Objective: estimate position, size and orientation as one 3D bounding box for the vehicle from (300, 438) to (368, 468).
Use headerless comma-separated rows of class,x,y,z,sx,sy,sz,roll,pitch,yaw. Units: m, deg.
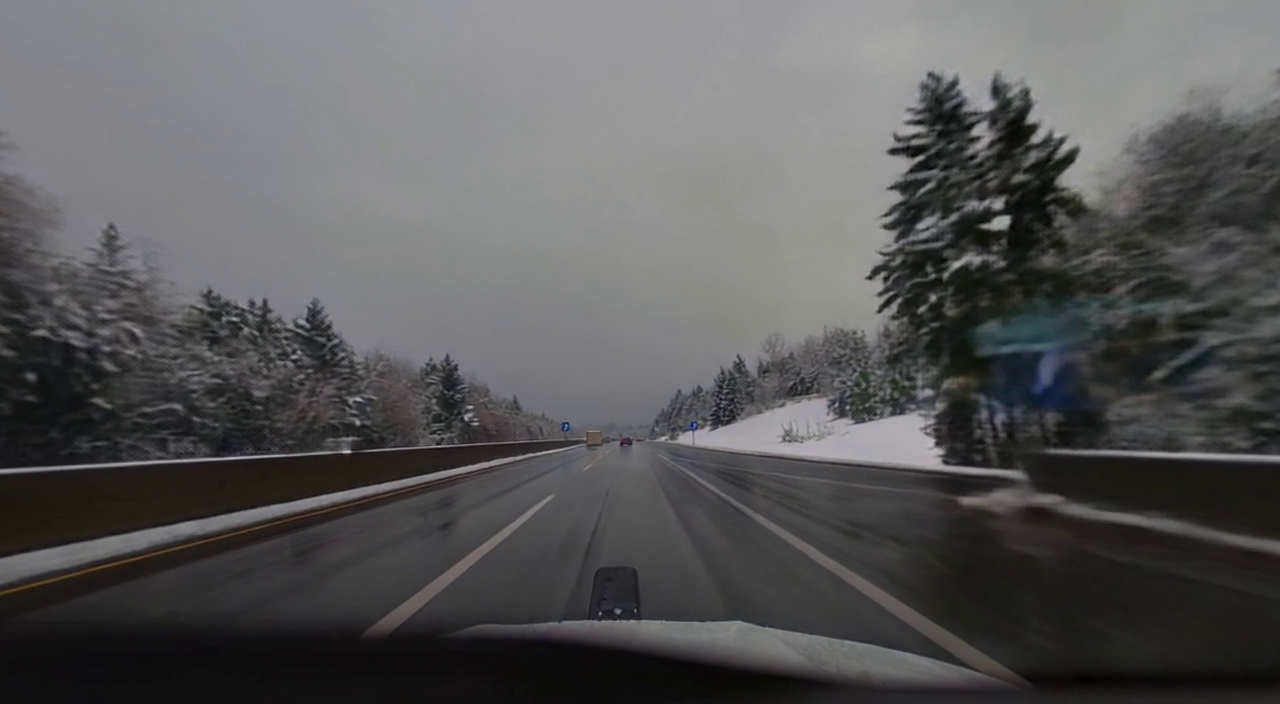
vehicle,-17.138,5.637,35.491,1.857,1.583,4.008,0,-8,-1
